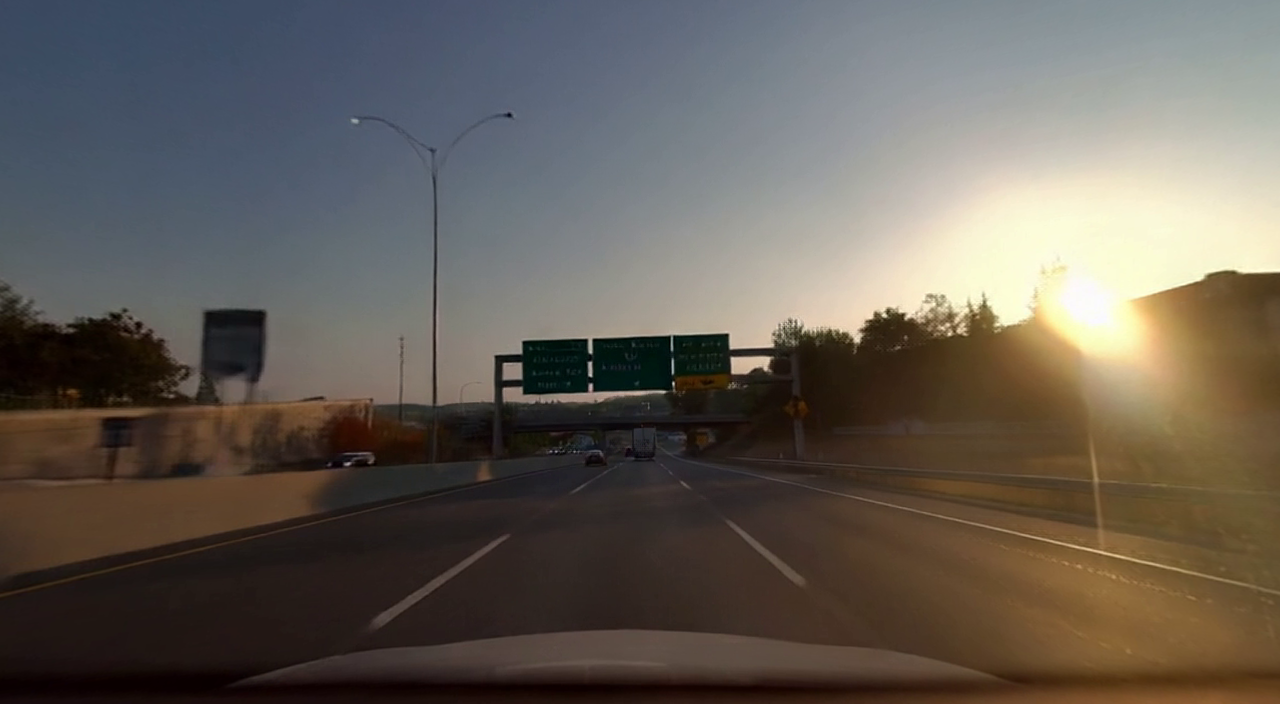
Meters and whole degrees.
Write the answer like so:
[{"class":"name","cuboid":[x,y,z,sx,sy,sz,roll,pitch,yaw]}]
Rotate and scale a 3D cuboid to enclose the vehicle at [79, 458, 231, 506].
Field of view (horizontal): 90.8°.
[{"class":"vehicle","cuboid":[-17.019,4.546,22.483,1.838,1.473,4.371,0,-9,1]}]
